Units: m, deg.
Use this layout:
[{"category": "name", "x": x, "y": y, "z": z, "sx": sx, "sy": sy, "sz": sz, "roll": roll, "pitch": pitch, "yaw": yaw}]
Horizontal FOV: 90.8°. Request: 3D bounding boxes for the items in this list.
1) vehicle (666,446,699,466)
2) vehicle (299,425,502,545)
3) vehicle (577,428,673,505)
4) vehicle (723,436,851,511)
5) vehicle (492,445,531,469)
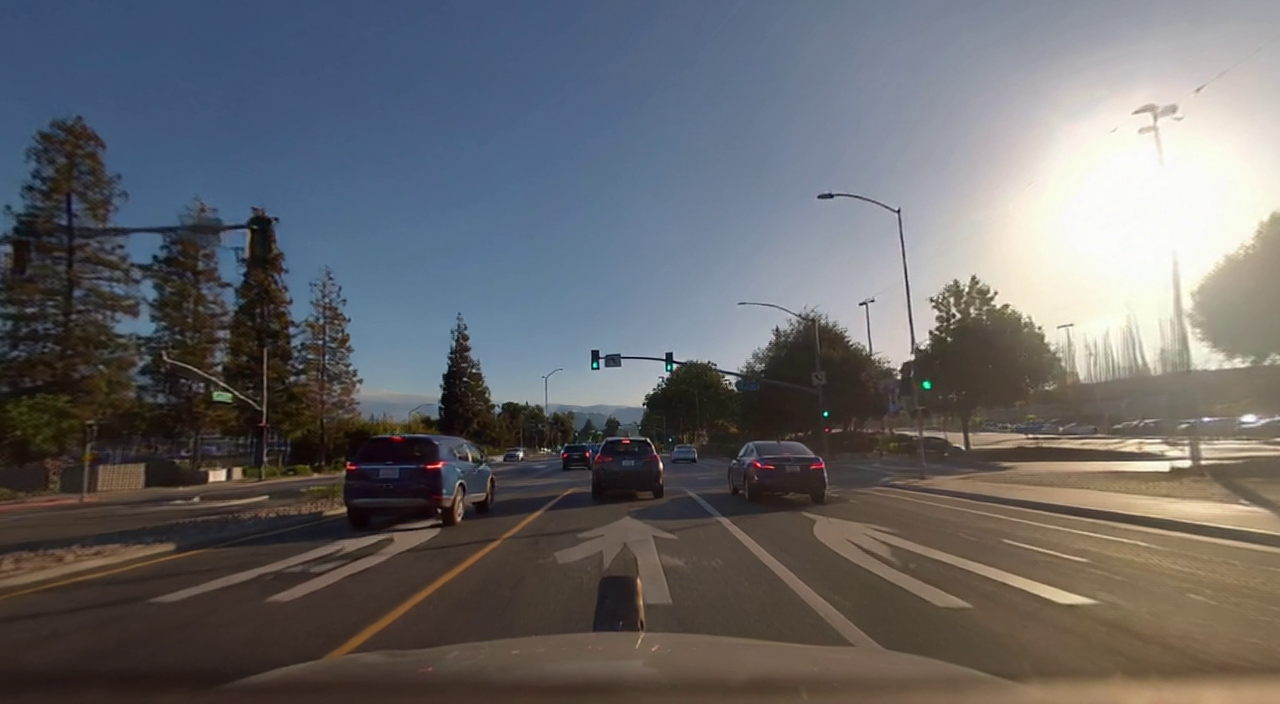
[{"category": "vehicle", "x": 3.261, "y": 8.126, "z": 49.466, "sx": 2.171, "sy": 1.469, "sz": 4.420, "roll": 0, "pitch": -8, "yaw": -1}, {"category": "vehicle", "x": -3.722, "y": 2.121, "z": 10.705, "sx": 1.823, "sy": 1.602, "sz": 4.061, "roll": 0, "pitch": -8, "yaw": 0}, {"category": "vehicle", "x": -0.342, "y": 2.907, "z": 16.419, "sx": 2.150, "sy": 1.725, "sz": 4.096, "roll": 0, "pitch": -8, "yaw": 0}, {"category": "vehicle", "x": 3.342, "y": 2.845, "z": 15.286, "sx": 2.068, "sy": 1.541, "sz": 4.041, "roll": 0, "pitch": -8, "yaw": -1}, {"category": "vehicle", "x": -9.820, "y": 7.997, "z": 48.530, "sx": 2.045, "sy": 1.730, "sz": 4.375, "roll": 0, "pitch": -8, "yaw": 0}]
